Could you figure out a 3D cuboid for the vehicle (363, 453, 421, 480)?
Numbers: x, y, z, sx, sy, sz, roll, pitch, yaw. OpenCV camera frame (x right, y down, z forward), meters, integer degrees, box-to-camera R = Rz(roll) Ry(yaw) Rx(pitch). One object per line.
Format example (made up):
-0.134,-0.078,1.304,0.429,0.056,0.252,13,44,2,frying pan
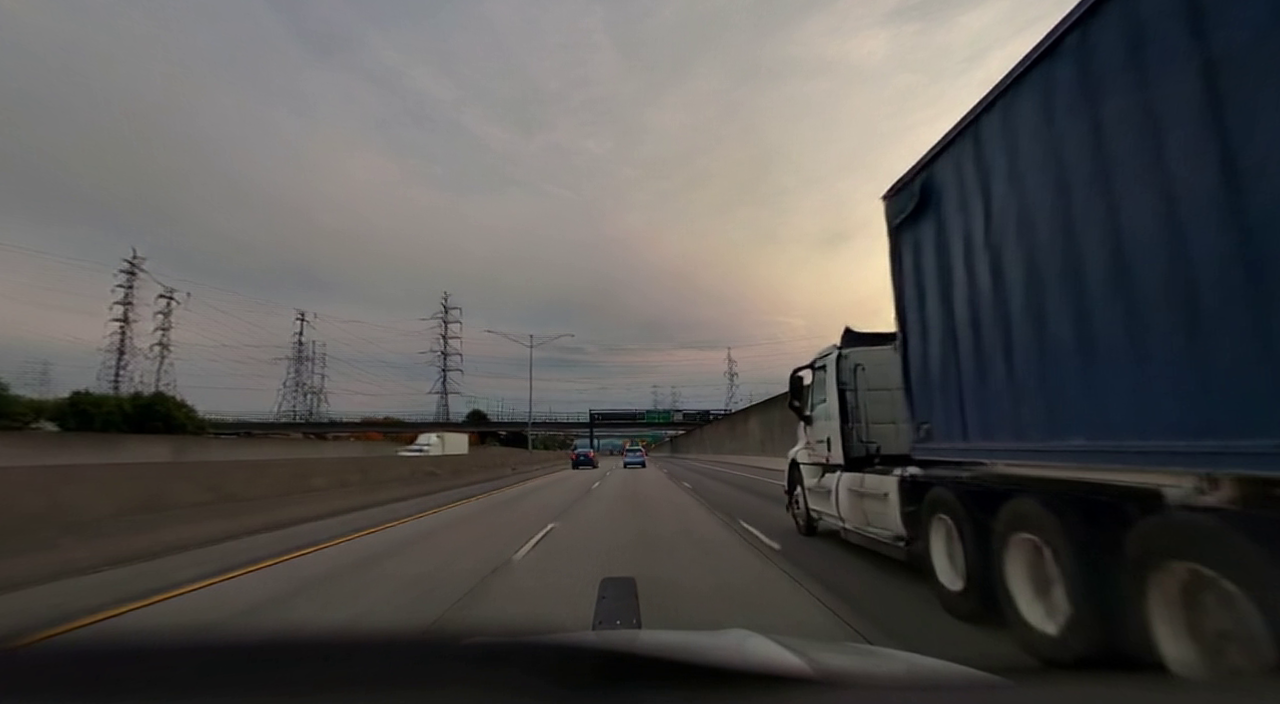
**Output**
-15.649,7.205,39.725,1.835,1.528,4.482,0,-9,0,vehicle

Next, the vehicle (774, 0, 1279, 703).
3.838,0.148,5.266,3.011,3.930,10.078,0,-9,-1,vehicle

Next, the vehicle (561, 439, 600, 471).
-3.820,6.716,40.946,2.077,1.884,4.961,0,-9,0,vehicle

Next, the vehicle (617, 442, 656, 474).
-0.212,5.786,34.350,2.004,1.615,4.113,0,-9,0,vehicle
